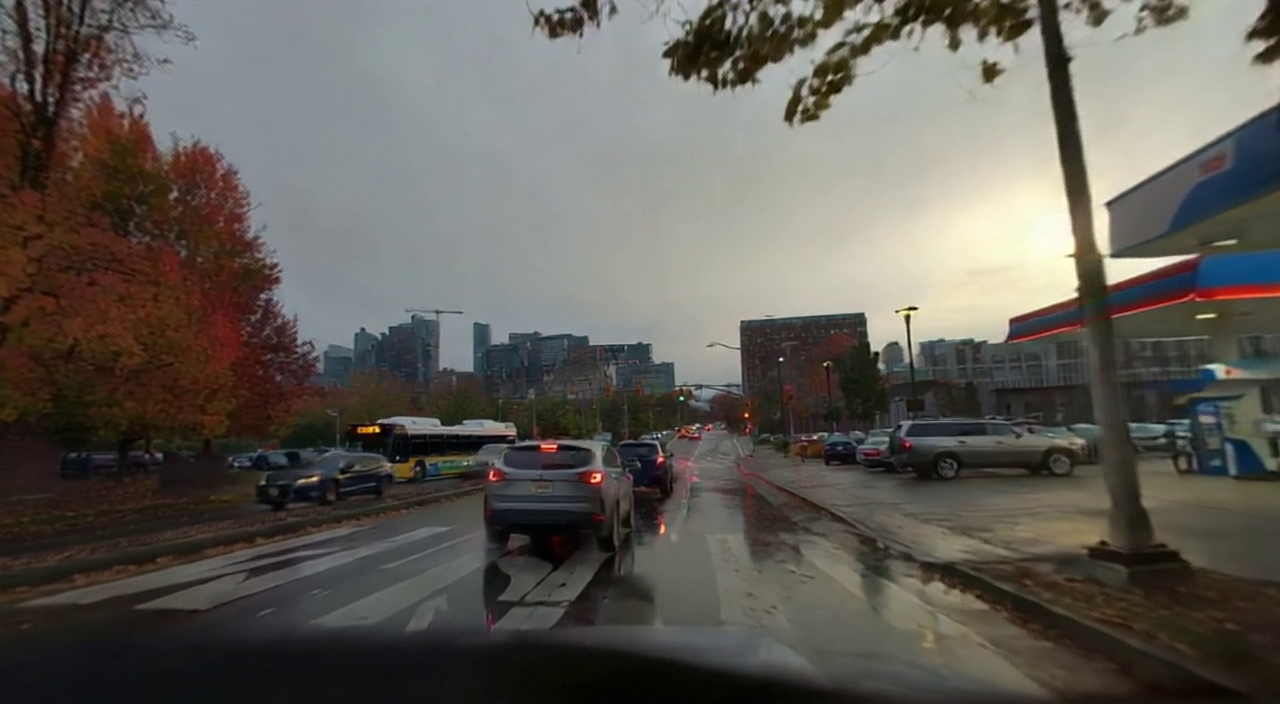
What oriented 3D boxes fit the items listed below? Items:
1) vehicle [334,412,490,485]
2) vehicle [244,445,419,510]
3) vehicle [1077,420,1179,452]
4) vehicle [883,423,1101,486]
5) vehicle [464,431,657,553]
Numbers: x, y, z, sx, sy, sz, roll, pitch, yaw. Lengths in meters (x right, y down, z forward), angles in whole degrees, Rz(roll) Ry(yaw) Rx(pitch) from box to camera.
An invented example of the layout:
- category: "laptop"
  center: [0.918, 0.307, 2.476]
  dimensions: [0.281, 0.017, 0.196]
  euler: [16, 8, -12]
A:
- category: "vehicle"
  center: [-11.533, 5.186, 33.678]
  dimensions: [3.189, 3.205, 11.526]
  euler: [0, -9, 5]
- category: "vehicle"
  center: [-8.640, 3.526, 18.250]
  dimensions: [2.054, 1.599, 5.178]
  euler: [-1, -9, 6]
- category: "vehicle"
  center: [28.567, 4.964, 36.817]
  dimensions: [4.130, 1.665, 2.141]
  euler: [-2, -8, -1]
- category: "vehicle"
  center: [9.836, 2.926, 17.935]
  dimensions: [4.894, 1.451, 2.089]
  euler: [-3, -9, 6]
- category: "vehicle"
  center: [-0.966, 2.078, 10.024]
  dimensions: [2.092, 1.507, 4.078]
  euler: [-1, -9, 7]
